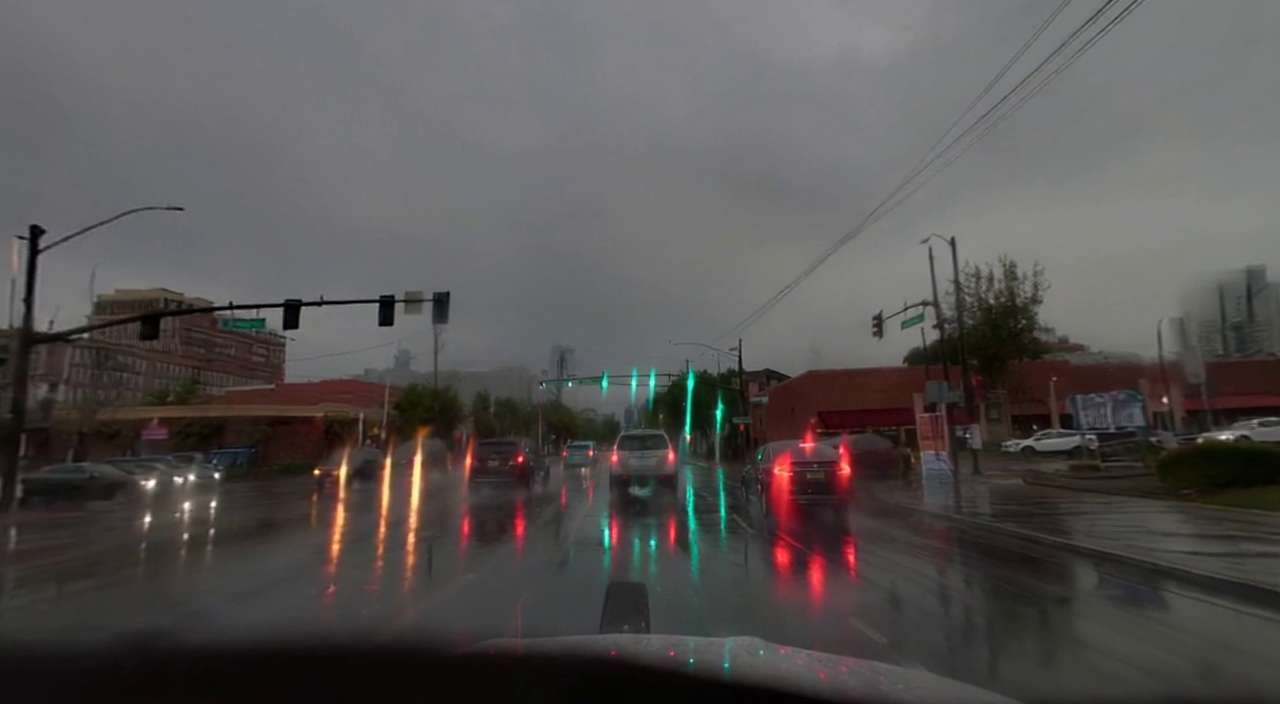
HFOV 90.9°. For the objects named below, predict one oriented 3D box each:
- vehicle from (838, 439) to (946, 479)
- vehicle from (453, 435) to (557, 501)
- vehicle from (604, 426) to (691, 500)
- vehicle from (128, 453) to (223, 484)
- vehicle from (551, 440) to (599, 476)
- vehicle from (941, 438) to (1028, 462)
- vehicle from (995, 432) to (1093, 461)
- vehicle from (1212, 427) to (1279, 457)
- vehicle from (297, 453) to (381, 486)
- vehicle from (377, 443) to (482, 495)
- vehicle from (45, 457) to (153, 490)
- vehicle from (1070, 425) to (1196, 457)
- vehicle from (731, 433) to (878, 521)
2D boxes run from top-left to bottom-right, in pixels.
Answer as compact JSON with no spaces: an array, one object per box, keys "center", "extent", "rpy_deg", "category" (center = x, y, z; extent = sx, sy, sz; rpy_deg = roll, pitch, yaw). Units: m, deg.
[{"center":[10.211,4.279,25.420],"extent":[4.566,1.457,1.986],"rpy_deg":[7,-11,-39],"category":"vehicle"},{"center":[-3.642,3.205,17.827],"extent":[1.886,1.599,4.247],"rpy_deg":[0,-8,1],"category":"vehicle"},{"center":[0.213,2.969,17.246],"extent":[2.075,1.770,4.018],"rpy_deg":[0,-8,1],"category":"vehicle"},{"center":[-27.683,6.934,37.658],"extent":[4.221,1.703,1.930],"rpy_deg":[-1,-9,4],"category":"vehicle"},{"center":[-3.151,5.250,31.360],"extent":[1.894,1.642,3.861],"rpy_deg":[0,-8,1],"category":"vehicle"},{"center":[21.511,6.154,39.502],"extent":[4.315,1.461,1.803],"rpy_deg":[-1,-9,6],"category":"vehicle"},{"center":[23.086,5.425,36.159],"extent":[4.236,1.617,1.832],"rpy_deg":[-1,-9,10],"category":"vehicle"},{"center":[36.973,5.258,36.939],"extent":[4.409,1.696,2.180],"rpy_deg":[-2,-9,13],"category":"vehicle"},{"center":[-14.767,5.762,31.223],"extent":[1.857,1.440,4.499],"rpy_deg":[0,-9,1],"category":"vehicle"},{"center":[-6.632,3.704,20.361],"extent":[1.852,1.495,4.211],"rpy_deg":[0,-9,1],"category":"vehicle"},{"center":[-29.740,6.639,34.712],"extent":[4.337,1.690,1.875],"rpy_deg":[-1,-9,5],"category":"vehicle"},{"center":[29.751,5.425,38.200],"extent":[5.516,1.780,2.064],"rpy_deg":[-2,-10,9],"category":"vehicle"},{"center":[3.151,2.477,13.076],"extent":[2.030,1.492,4.383],"rpy_deg":[0,-9,2],"category":"vehicle"}]
